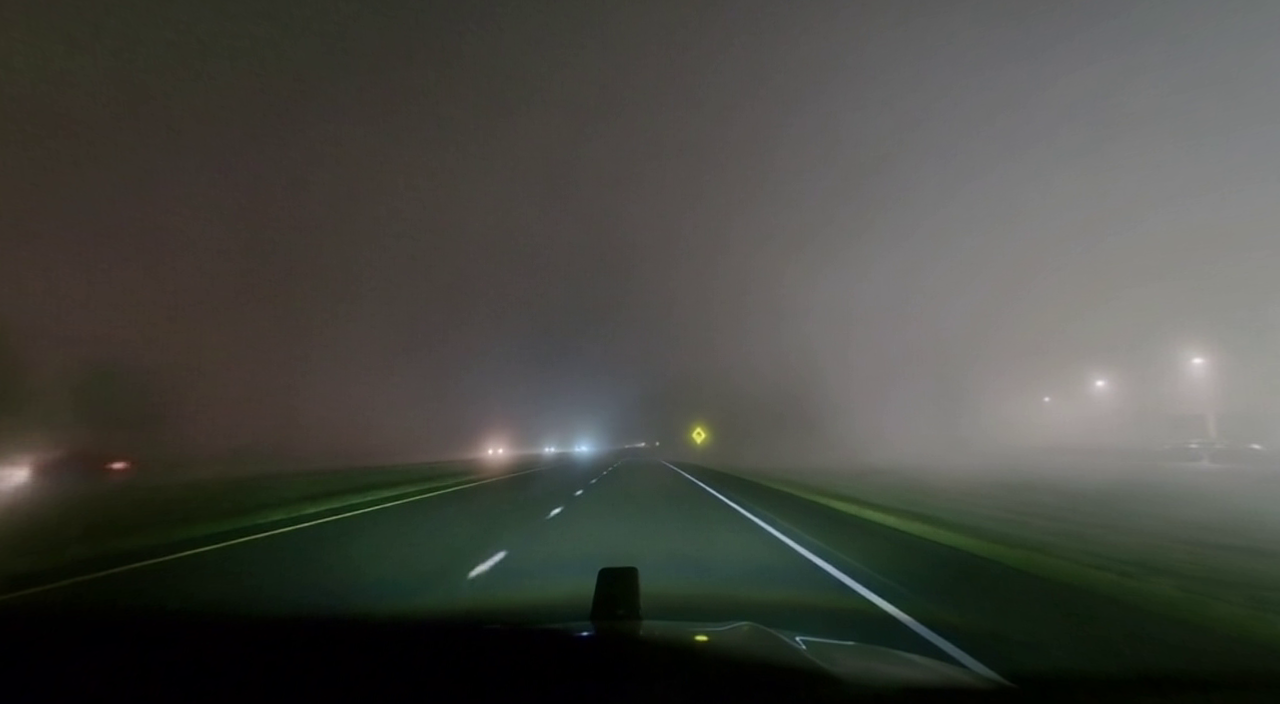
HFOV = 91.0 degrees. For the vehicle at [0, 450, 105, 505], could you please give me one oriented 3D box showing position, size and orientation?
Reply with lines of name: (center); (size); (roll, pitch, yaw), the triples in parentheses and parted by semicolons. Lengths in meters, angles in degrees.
vehicle: (-19.221, 3.746, 18.996); (1.960, 1.519, 4.654); (0, -9, 2)
